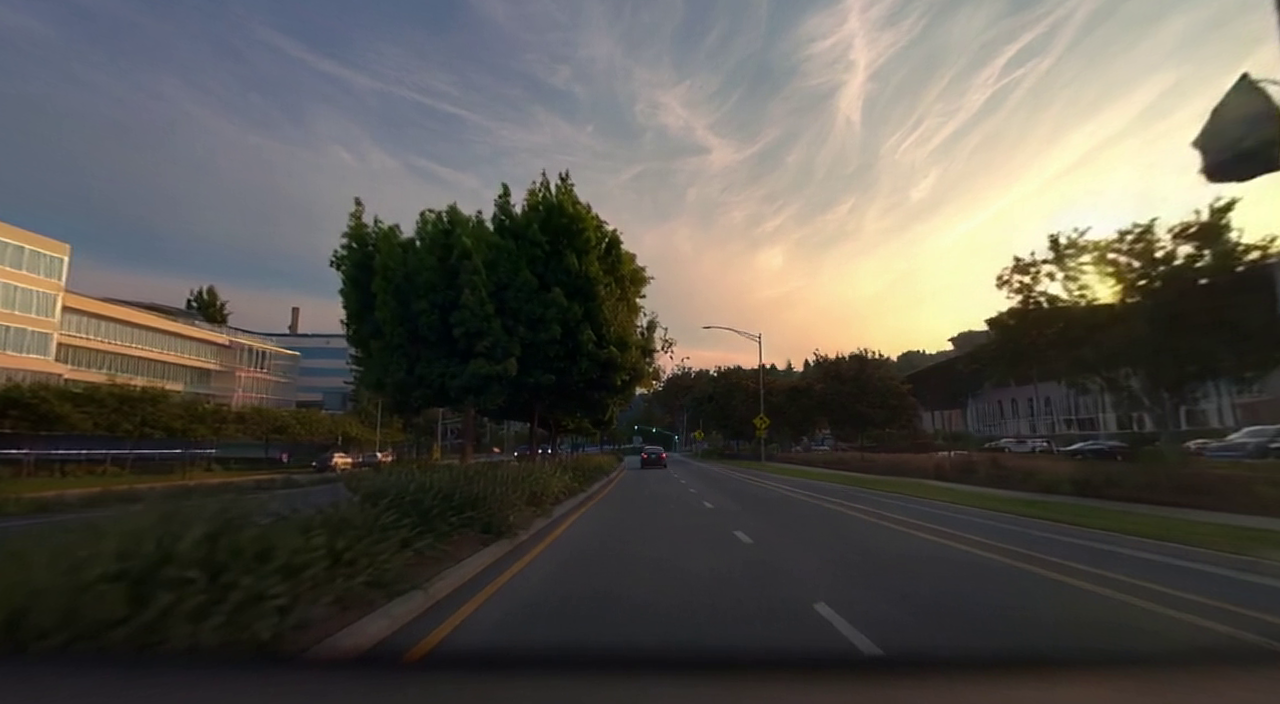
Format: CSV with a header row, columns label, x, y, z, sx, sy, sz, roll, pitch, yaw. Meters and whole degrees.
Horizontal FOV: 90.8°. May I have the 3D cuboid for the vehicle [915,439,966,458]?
label,x,y,z,sx,sy,sz,roll,pitch,yaw
vehicle,23.316,7.509,49.197,1.825,1.414,3.627,1,-8,-8

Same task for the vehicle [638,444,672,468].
label,x,y,z,sx,sy,sz,roll,pitch,yaw
vehicle,1.041,7.538,46.008,2.158,1.600,3.865,0,-9,-2
